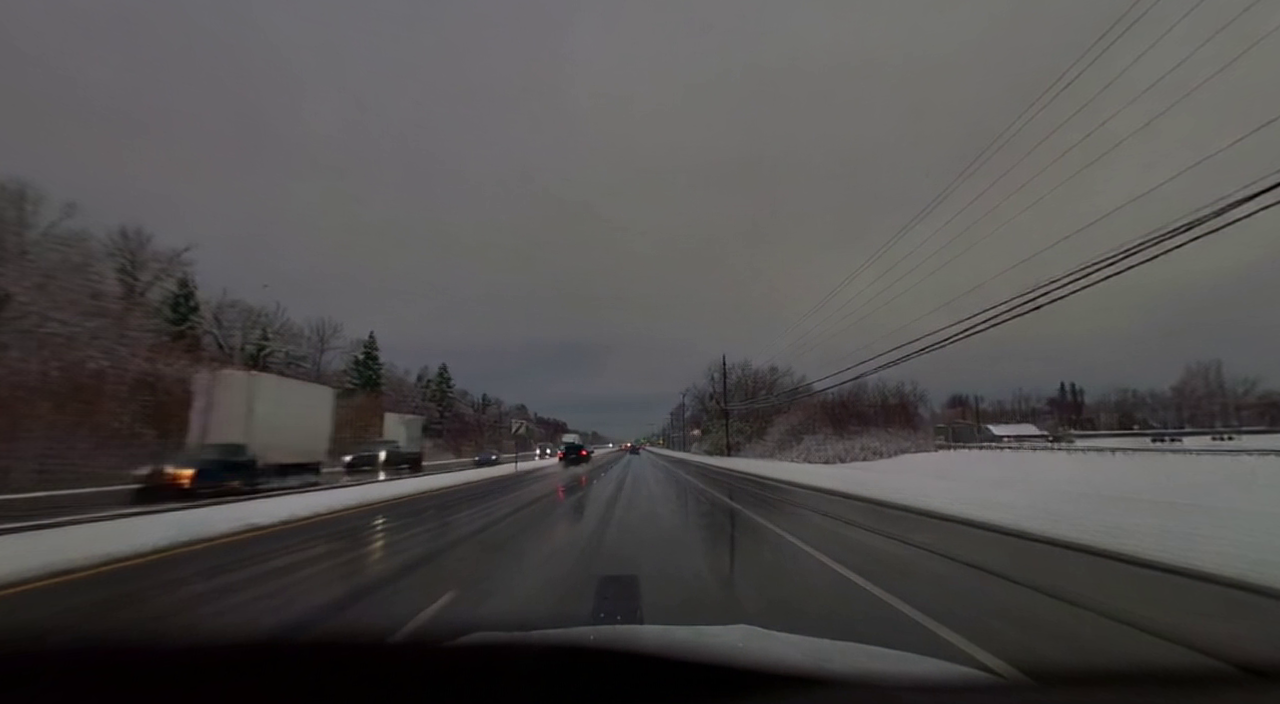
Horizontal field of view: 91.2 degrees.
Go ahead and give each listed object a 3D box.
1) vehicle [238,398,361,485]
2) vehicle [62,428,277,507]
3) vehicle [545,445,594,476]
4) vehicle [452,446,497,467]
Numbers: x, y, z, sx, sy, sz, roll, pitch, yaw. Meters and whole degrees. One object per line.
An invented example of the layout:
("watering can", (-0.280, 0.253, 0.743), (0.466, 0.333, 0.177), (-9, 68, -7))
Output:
("vehicle", (-17.081, 4.596, 32.034), (2.960, 3.980, 5.841), (0, -9, -1))
("vehicle", (-12.334, 3.049, 16.973), (2.144, 1.816, 4.673), (0, -9, 0))
("vehicle", (-3.722, 5.801, 33.816), (2.123, 1.545, 4.404), (0, -9, 0))
("vehicle", (-12.382, 7.855, 47.247), (2.162, 1.491, 4.265), (0, -9, 1))
